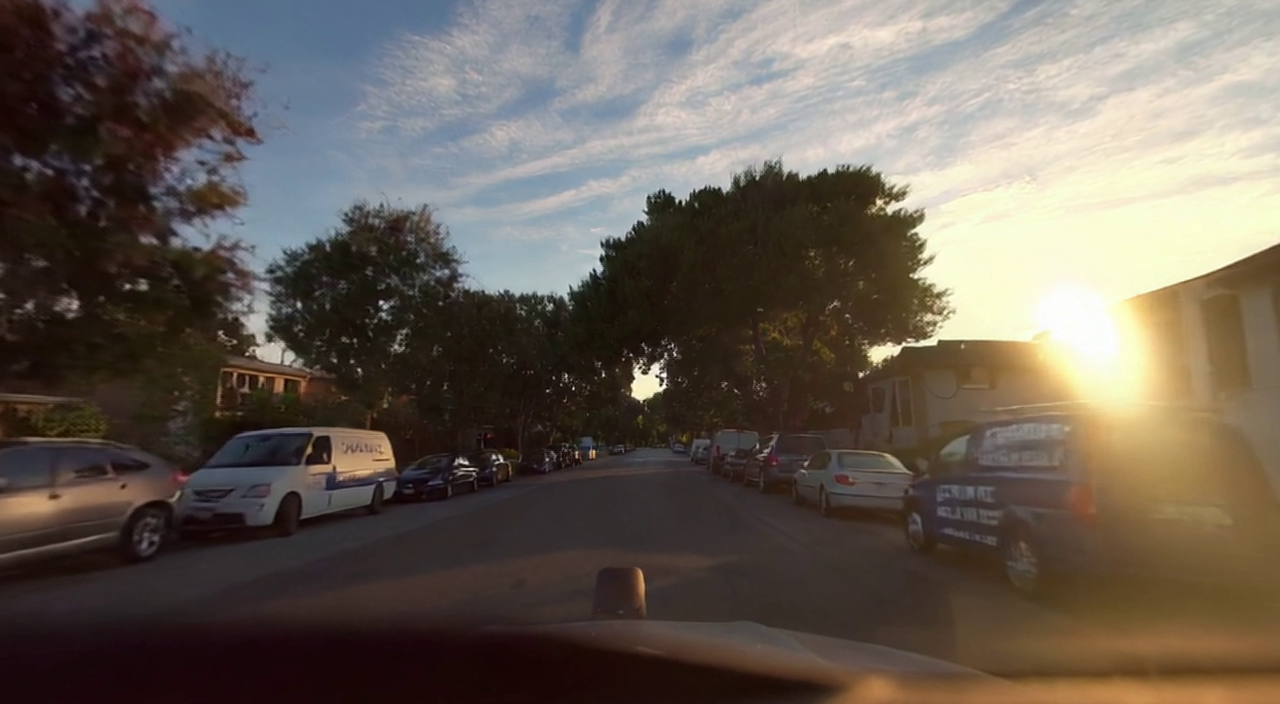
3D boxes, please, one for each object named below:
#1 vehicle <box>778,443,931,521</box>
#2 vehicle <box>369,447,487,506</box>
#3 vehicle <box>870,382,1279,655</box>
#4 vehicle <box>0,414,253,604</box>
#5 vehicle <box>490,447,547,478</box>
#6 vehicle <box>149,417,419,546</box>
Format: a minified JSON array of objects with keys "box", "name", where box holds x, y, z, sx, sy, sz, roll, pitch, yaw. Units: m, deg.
[{"box":[4.520,2.781,14.142,1.811,1.439,4.521,0,-9,-1],"name":"vehicle"},{"box":[-6.291,3.706,19.416,1.840,1.476,4.739,-2,-8,3],"name":"vehicle"},{"box":[4.402,1.492,6.862,1.985,1.819,5.163,0,-9,2],"name":"vehicle"},{"box":[-7.017,1.717,7.171,1.891,1.780,5.240,-3,-9,1],"name":"vehicle"},{"box":[-6.240,5.738,33.068,1.869,1.467,4.921,0,-9,2],"name":"vehicle"},{"box":[-6.724,2.480,13.042,2.085,1.997,5.755,-2,-8,2],"name":"vehicle"}]
